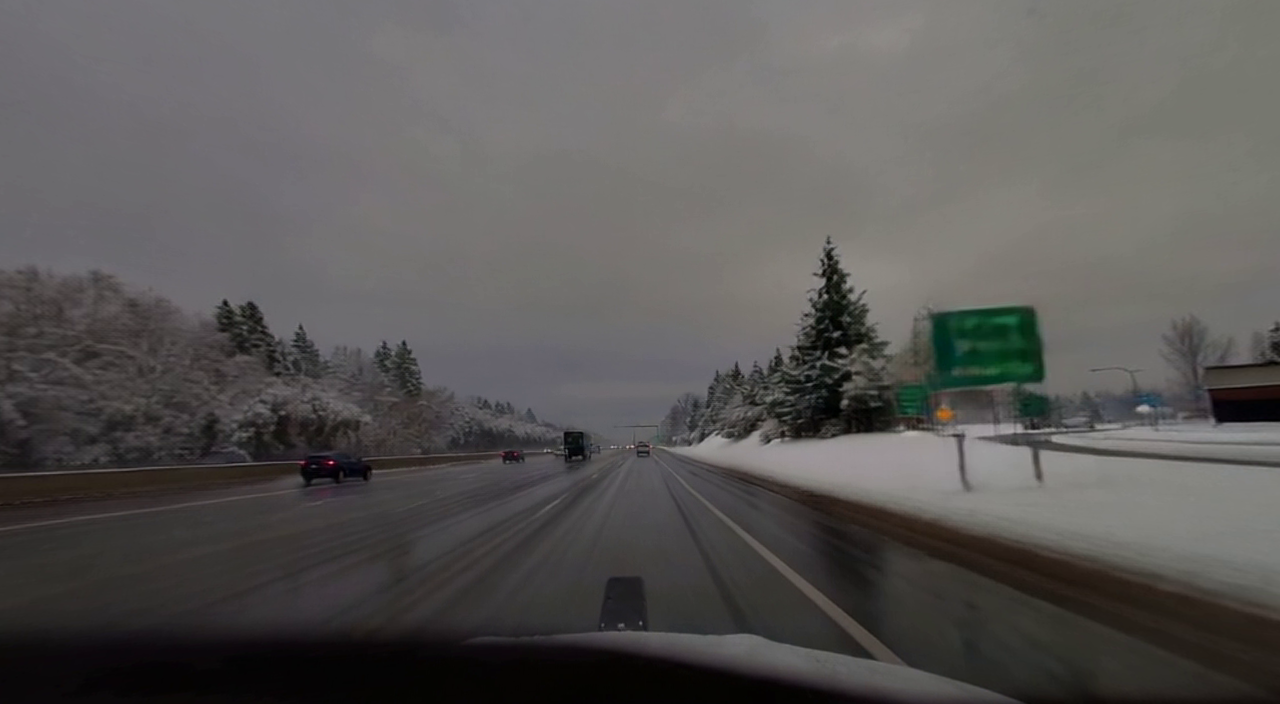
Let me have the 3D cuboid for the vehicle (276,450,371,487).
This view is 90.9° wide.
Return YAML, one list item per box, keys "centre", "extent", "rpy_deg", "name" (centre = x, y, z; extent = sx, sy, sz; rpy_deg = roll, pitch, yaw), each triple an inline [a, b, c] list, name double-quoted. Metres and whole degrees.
- centre: [-14.171, 5.231, 28.569]
  extent: [1.988, 1.477, 4.442]
  rpy_deg: [-1, -8, 1]
  name: "vehicle"
